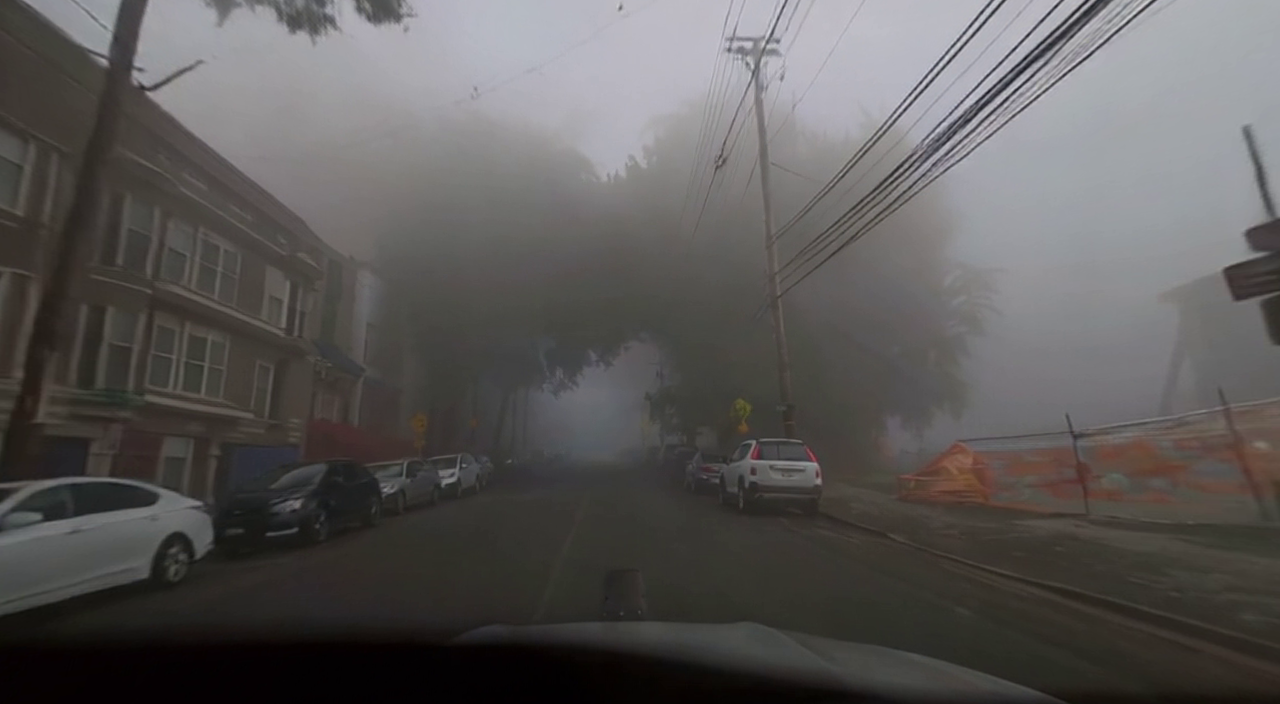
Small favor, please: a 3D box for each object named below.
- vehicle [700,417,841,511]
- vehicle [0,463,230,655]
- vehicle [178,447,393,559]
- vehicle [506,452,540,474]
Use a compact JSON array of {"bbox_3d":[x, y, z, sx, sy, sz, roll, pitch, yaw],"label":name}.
[{"bbox_3d":[2.835,2.766,14.909,1.994,1.857,4.393,1,-14,-5],"label":"vehicle"},{"bbox_3d":[-6.125,1.833,5.835,1.967,1.483,4.347,1,-13,-4],"label":"vehicle"},{"bbox_3d":[-6.385,2.677,12.055,1.996,1.695,4.127,1,-8,-6],"label":"vehicle"},{"bbox_3d":[-8.417,7.994,45.639,1.968,1.450,4.271,0,-8,-4],"label":"vehicle"}]
